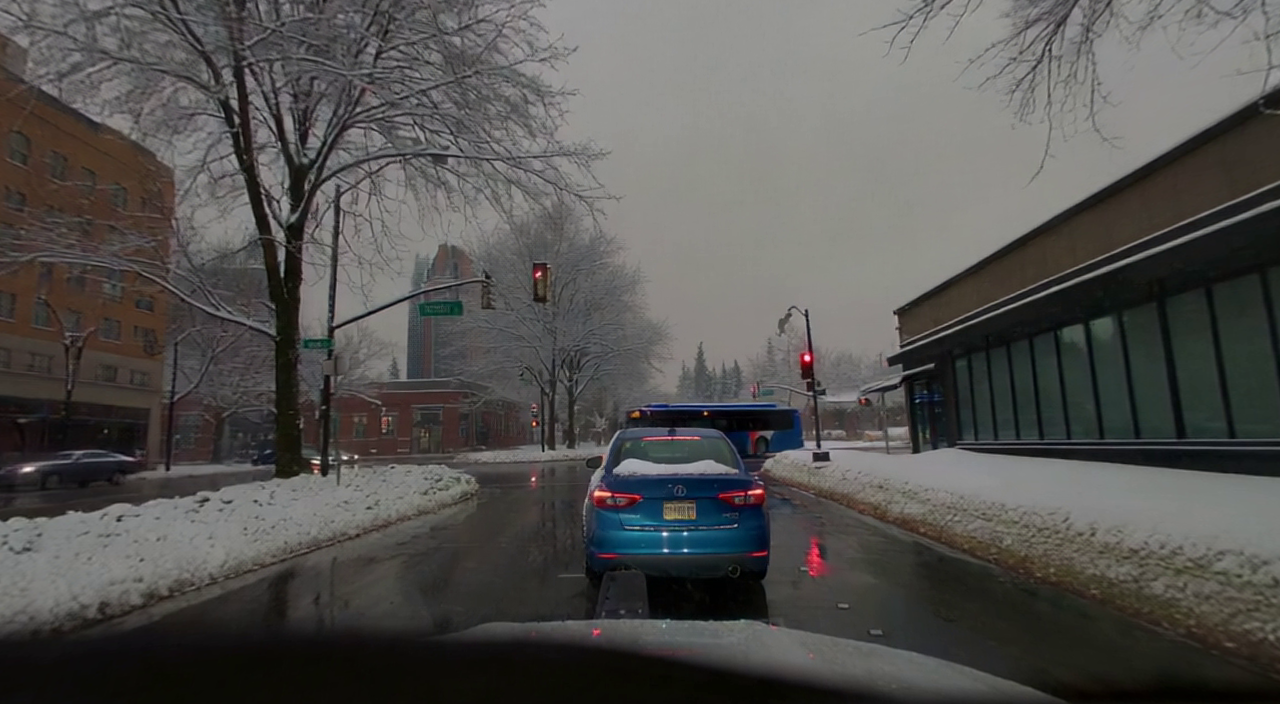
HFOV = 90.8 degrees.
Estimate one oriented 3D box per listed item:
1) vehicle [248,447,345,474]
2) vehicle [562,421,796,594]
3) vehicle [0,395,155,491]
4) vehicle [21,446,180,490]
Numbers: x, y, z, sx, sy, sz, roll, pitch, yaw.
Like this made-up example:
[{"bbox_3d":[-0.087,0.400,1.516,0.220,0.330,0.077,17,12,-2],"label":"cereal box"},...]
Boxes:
[{"bbox_3d":[-20.291,6.379,37.590,1.883,1.461,4.830,-4,-9,23],"label":"vehicle"},{"bbox_3d":[0.372,1.622,7.394,2.006,1.470,3.799,0,-8,1],"label":"vehicle"},{"bbox_3d":[-25.949,3.643,25.324,2.692,3.685,10.153,-3,-9,20],"label":"vehicle"},{"bbox_3d":[-22.122,4.723,26.183,1.892,1.645,4.561,-3,-9,20],"label":"vehicle"}]
